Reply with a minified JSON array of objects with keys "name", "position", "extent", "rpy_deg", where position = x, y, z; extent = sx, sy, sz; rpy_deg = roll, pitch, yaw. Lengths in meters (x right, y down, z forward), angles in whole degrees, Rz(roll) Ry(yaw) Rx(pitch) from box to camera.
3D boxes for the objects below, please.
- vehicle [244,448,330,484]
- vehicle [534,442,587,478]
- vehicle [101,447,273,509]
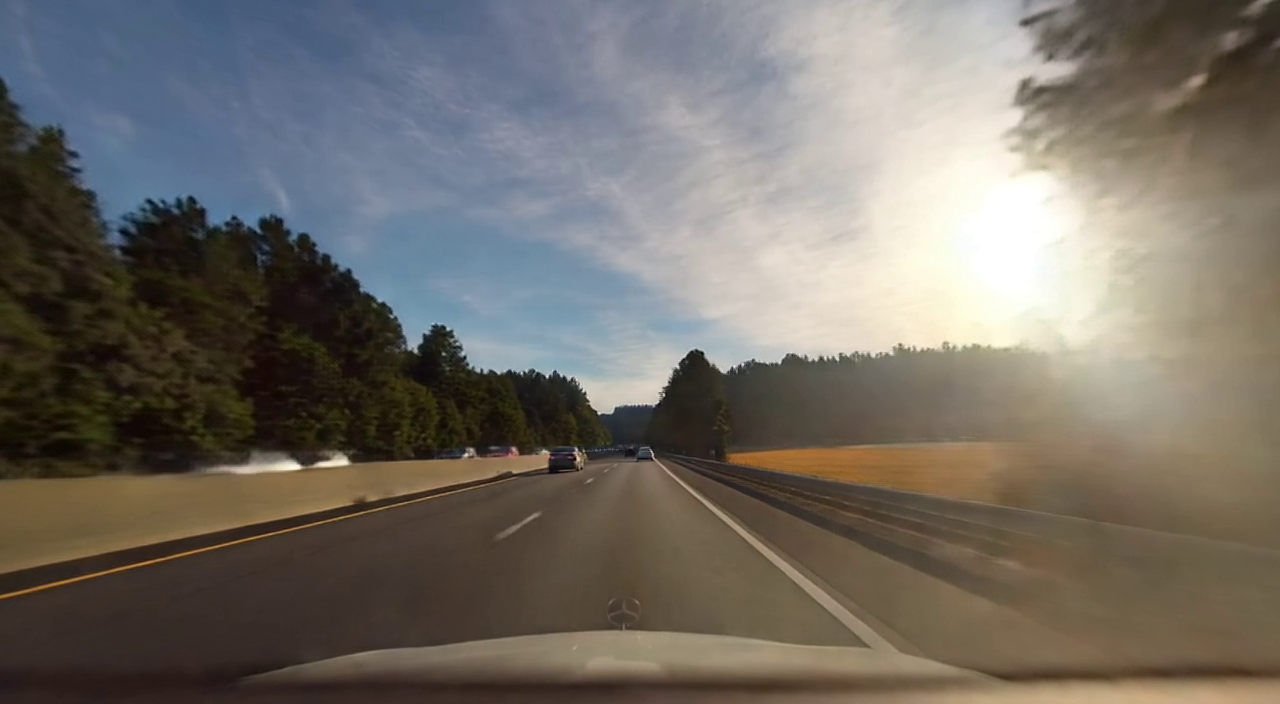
[{"name":"vehicle","position":[-16.891,5.463,30.389],"extent":[1.825,1.578,4.022],"rpy_deg":[0,-9,0]},{"name":"vehicle","position":[-4.005,5.539,32.518],"extent":[2.095,1.664,4.305],"rpy_deg":[0,-9,1]},{"name":"vehicle","position":[-12.672,3.515,18.036],"extent":[1.857,1.533,4.082],"rpy_deg":[0,-9,0]}]
